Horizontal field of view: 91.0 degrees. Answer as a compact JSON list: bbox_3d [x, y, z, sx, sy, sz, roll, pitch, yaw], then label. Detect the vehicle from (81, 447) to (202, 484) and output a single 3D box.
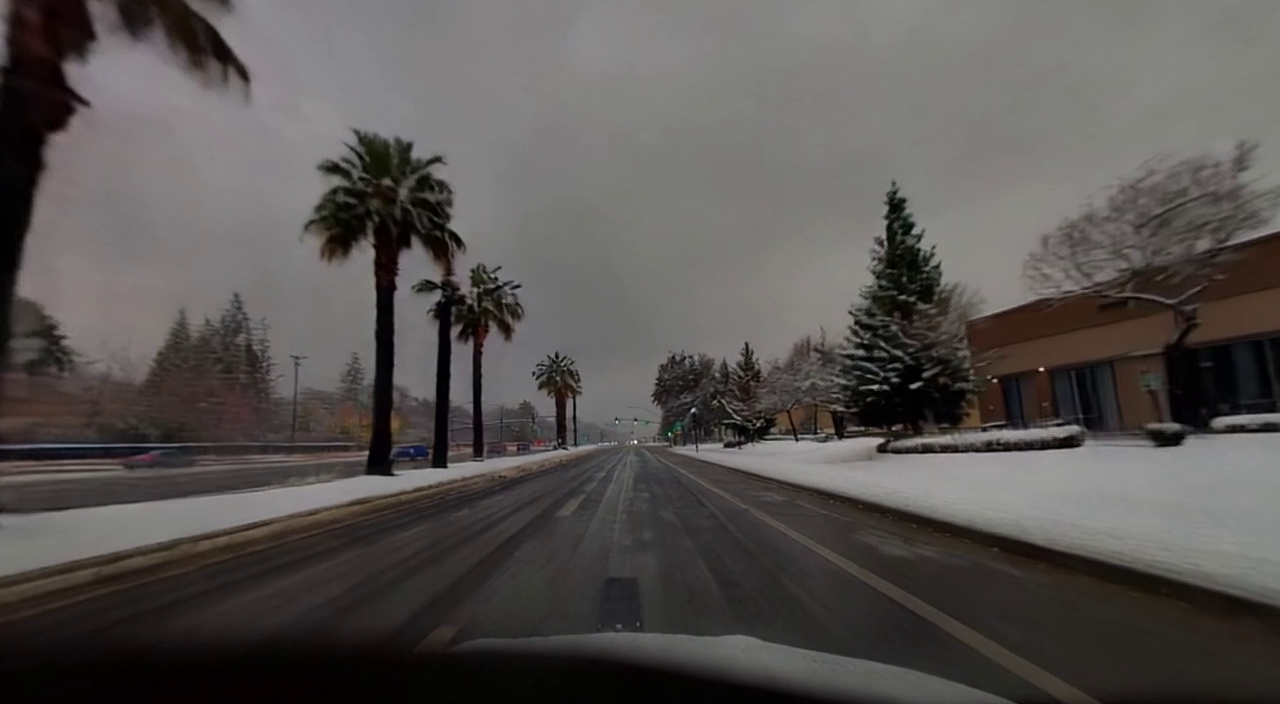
[{"bbox_3d":[-22.972,5.222,29.314,1.903,1.510,4.569,1,-9,-1],"label":"vehicle"}]
